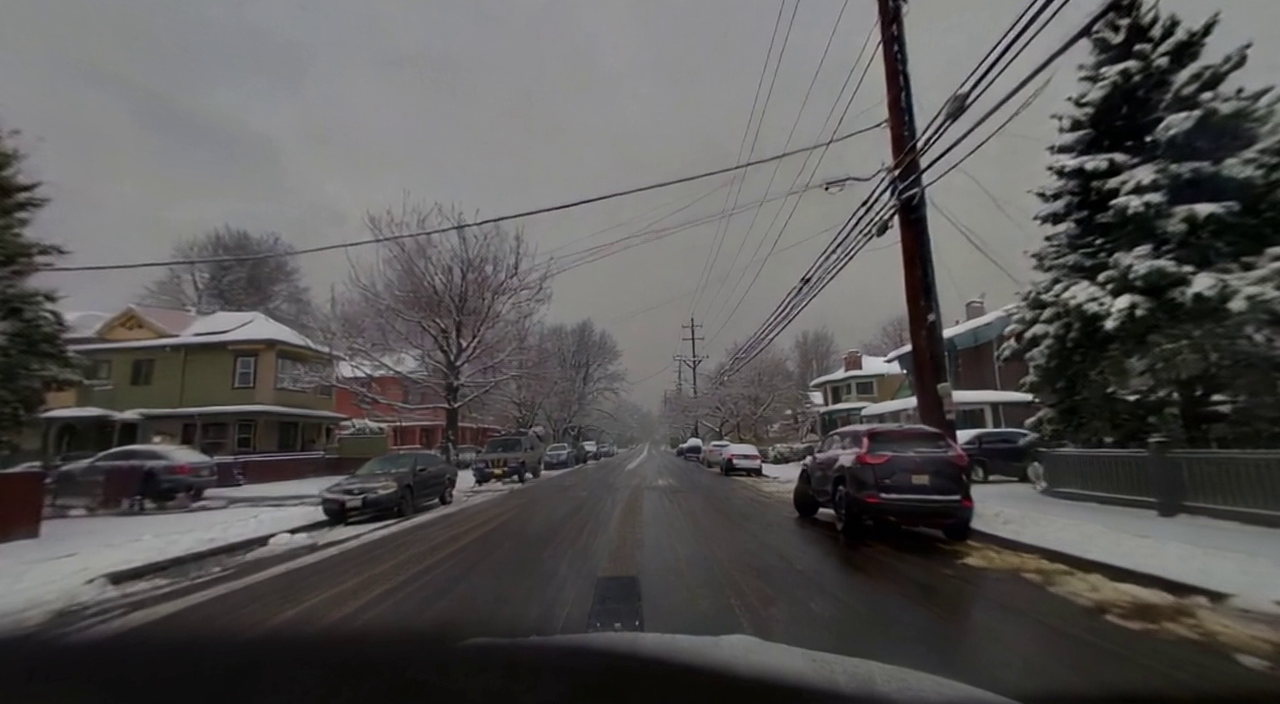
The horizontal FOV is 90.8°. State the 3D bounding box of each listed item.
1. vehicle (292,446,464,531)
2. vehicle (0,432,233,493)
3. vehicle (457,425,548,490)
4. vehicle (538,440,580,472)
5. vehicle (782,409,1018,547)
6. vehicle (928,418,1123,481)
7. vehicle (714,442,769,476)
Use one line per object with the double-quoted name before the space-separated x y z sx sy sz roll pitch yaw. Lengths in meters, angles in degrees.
"vehicle" -5.328 2.784 13.590 1.824 1.417 4.395 -2 -8 1
"vehicle" -16.312 3.380 19.561 5.908 1.762 2.107 0 -8 0
"vehicle" -5.104 4.001 24.357 2.242 2.135 5.566 -2 -8 0
"vehicle" -4.886 6.346 38.761 1.873 1.709 4.206 -4 -8 1
"vehicle" 3.863 1.954 10.414 2.049 1.776 4.285 0 -8 0
"vehicle" 11.714 2.984 19.465 4.659 1.819 2.001 0 -8 0
"vehicle" 4.646 4.941 29.539 1.893 1.437 4.369 0 -8 0
